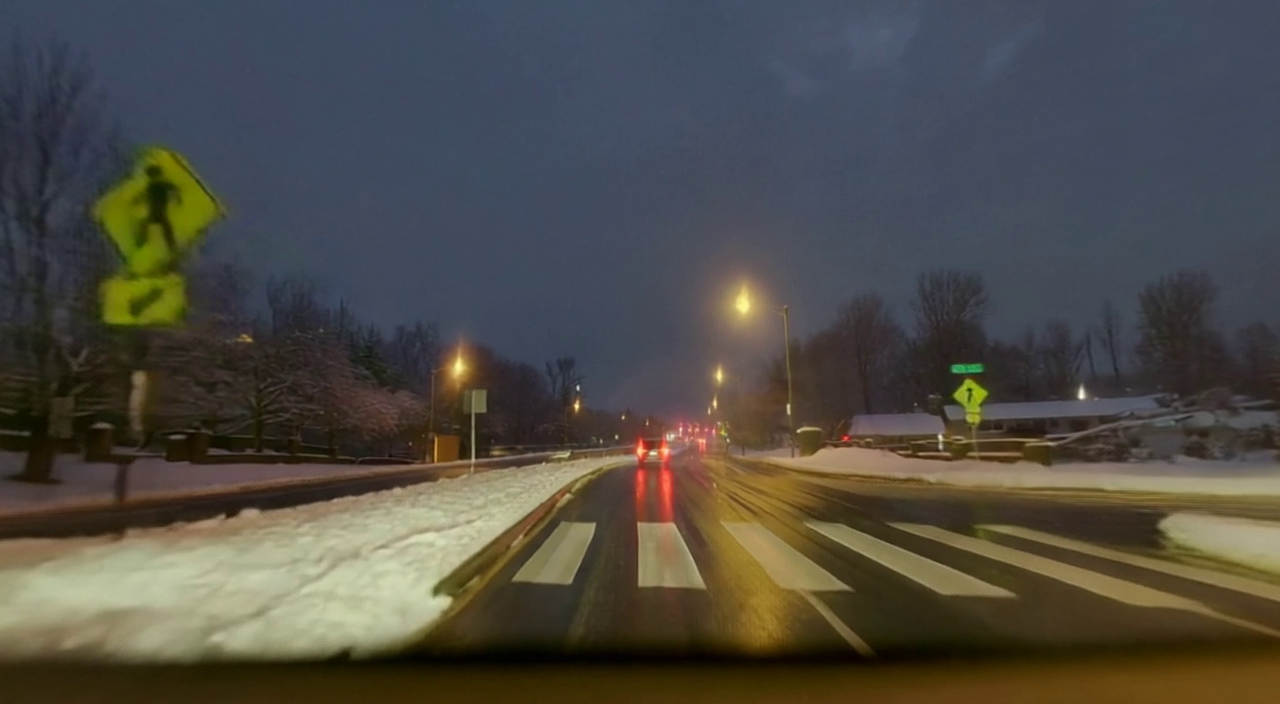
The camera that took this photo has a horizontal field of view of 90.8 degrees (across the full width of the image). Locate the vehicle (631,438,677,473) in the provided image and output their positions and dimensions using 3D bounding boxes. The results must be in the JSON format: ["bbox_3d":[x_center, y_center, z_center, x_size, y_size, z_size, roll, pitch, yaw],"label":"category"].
[{"bbox_3d":[0.718,5.170,31.789,2.158,1.600,3.865,-1,-8,2],"label":"vehicle"}]
